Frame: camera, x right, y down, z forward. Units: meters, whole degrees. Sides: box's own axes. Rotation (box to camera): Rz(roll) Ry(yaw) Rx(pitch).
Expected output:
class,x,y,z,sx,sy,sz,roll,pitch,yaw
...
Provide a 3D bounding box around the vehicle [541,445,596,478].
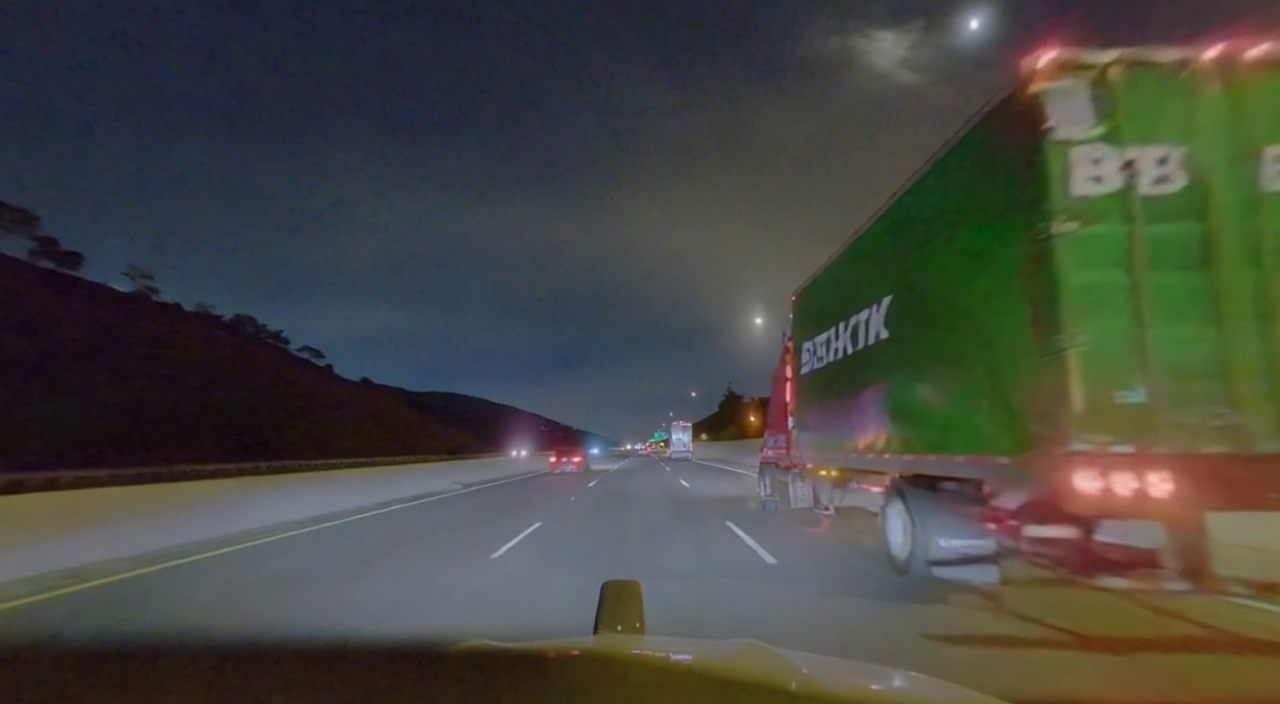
class,x,y,z,sx,sy,sz,roll,pitch,yaw
vehicle,-3.521,5.524,32.066,2.060,1.475,5.314,0,-9,1

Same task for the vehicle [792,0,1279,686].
class,x,y,z,sx,sy,sz,roll,pitch,yaw
vehicle,3.999,0.249,6.758,2.999,4.023,6.337,0,-9,-1
